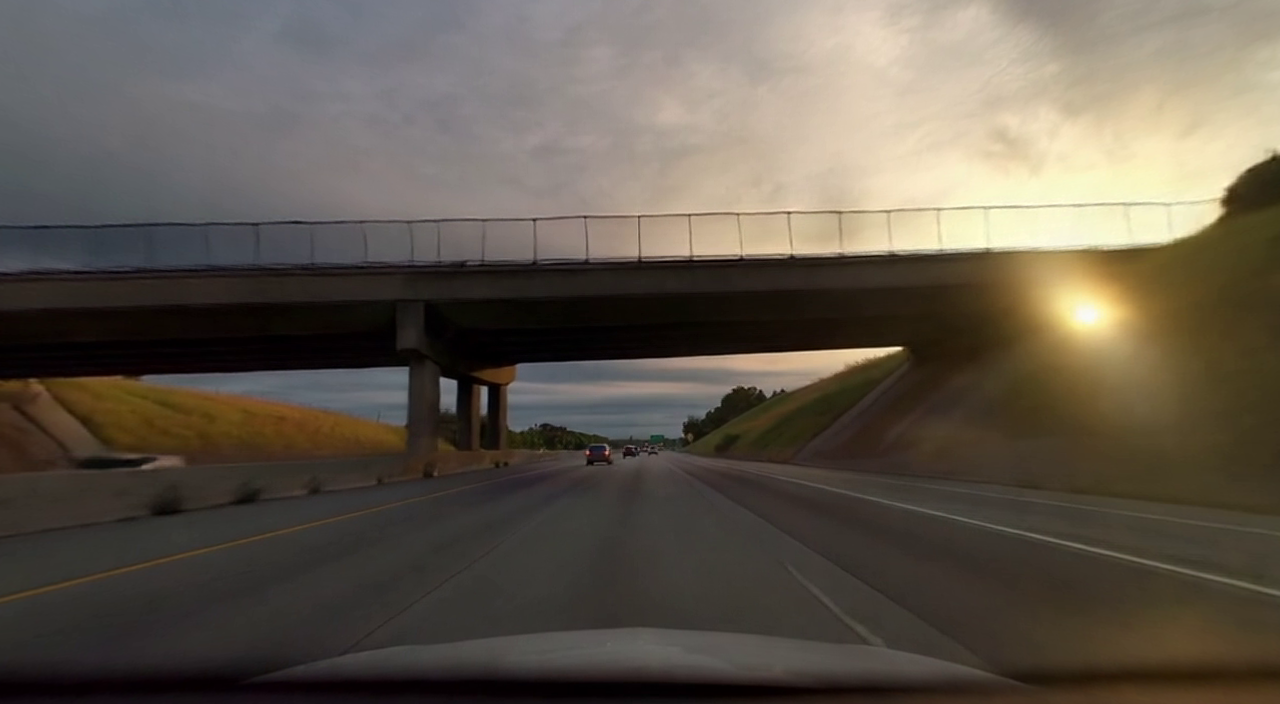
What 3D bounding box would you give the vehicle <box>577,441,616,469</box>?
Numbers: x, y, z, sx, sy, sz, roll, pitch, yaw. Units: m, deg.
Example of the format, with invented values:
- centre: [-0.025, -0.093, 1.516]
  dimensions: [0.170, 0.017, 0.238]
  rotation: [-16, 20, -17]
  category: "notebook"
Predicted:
- centre: [-2.912, 7.004, 42.988]
  dimensions: [2.181, 1.730, 4.517]
  rotation: [-1, -9, 2]
  category: "vehicle"
